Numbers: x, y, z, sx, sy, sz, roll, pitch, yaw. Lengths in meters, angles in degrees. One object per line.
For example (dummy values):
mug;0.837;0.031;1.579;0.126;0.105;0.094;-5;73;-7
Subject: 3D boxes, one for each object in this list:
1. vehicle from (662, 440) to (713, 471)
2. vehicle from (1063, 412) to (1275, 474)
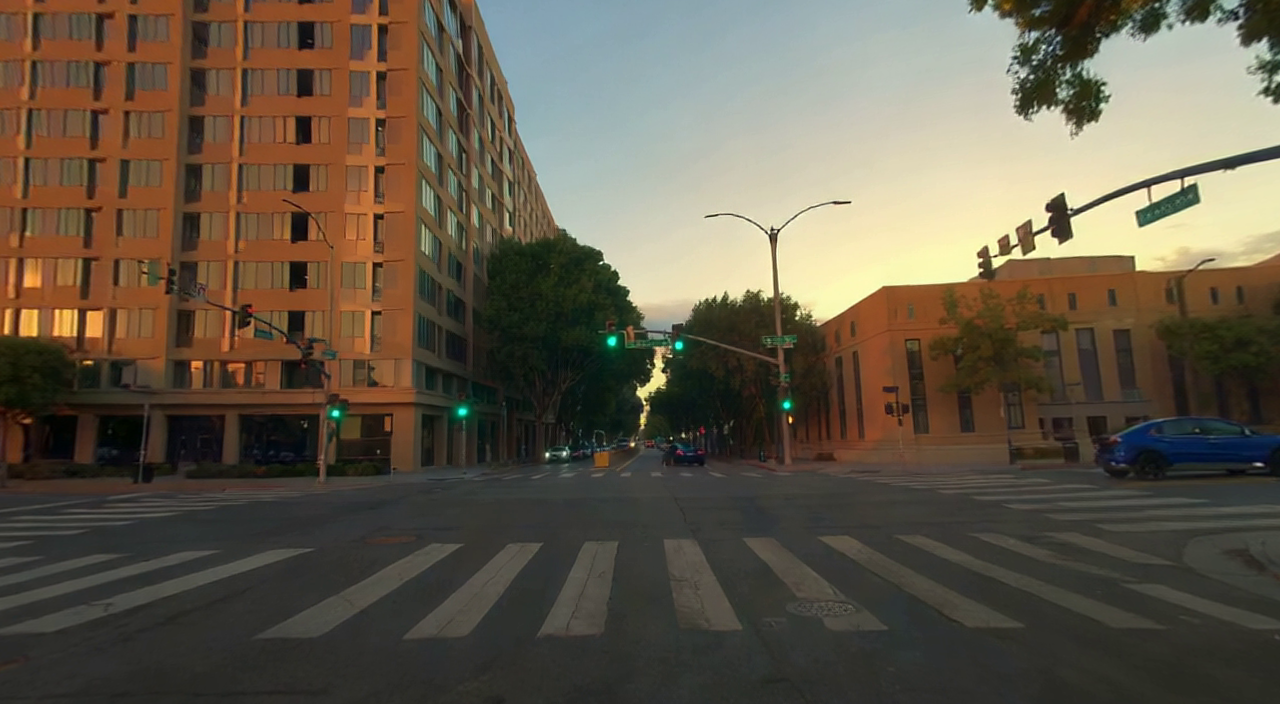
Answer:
vehicle;2.388;5.332;32.735;2.039;1.470;4.355;0;-8;-4
vehicle;16.912;2.942;20.396;4.802;1.860;2.146;0;-8;1
